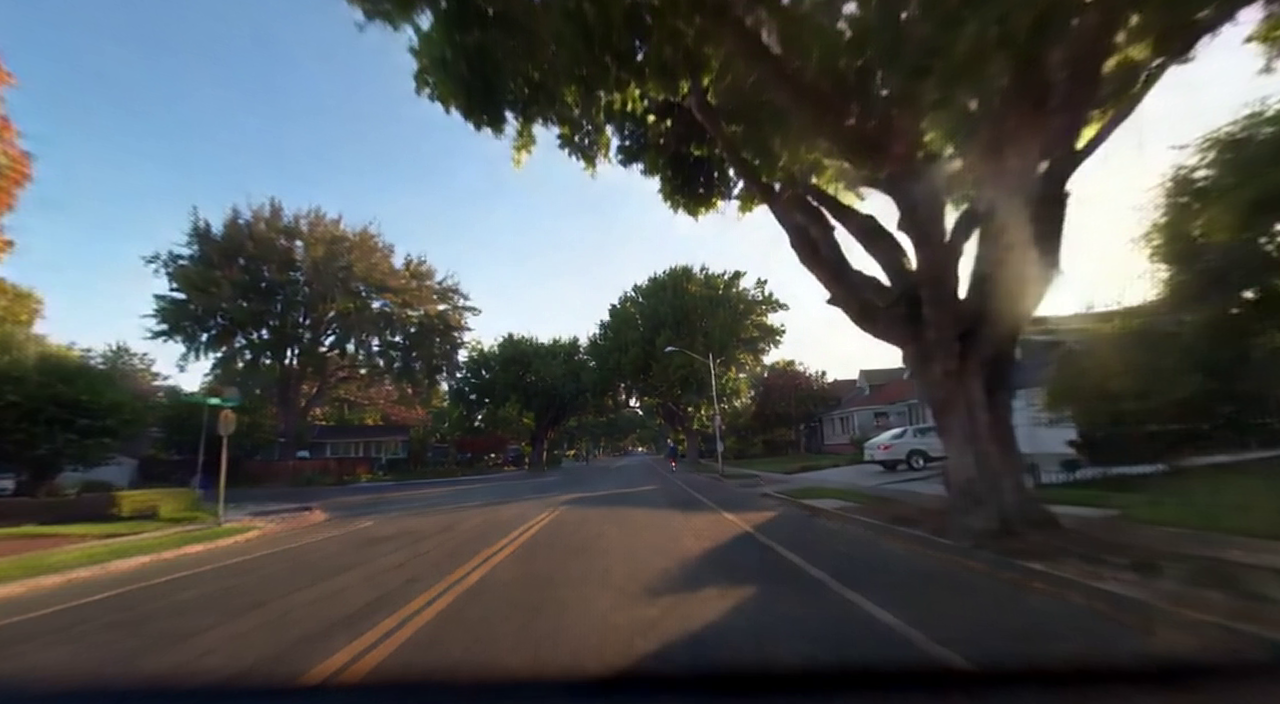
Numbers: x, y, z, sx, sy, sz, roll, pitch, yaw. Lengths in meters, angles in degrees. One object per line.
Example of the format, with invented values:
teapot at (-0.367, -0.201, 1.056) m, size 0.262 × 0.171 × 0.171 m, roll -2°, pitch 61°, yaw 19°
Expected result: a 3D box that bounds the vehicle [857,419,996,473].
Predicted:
vehicle at (10.327, 3.425, 23.063) m, size 4.146 × 1.866 × 1.897 m, roll -1°, pitch -9°, yaw 5°
